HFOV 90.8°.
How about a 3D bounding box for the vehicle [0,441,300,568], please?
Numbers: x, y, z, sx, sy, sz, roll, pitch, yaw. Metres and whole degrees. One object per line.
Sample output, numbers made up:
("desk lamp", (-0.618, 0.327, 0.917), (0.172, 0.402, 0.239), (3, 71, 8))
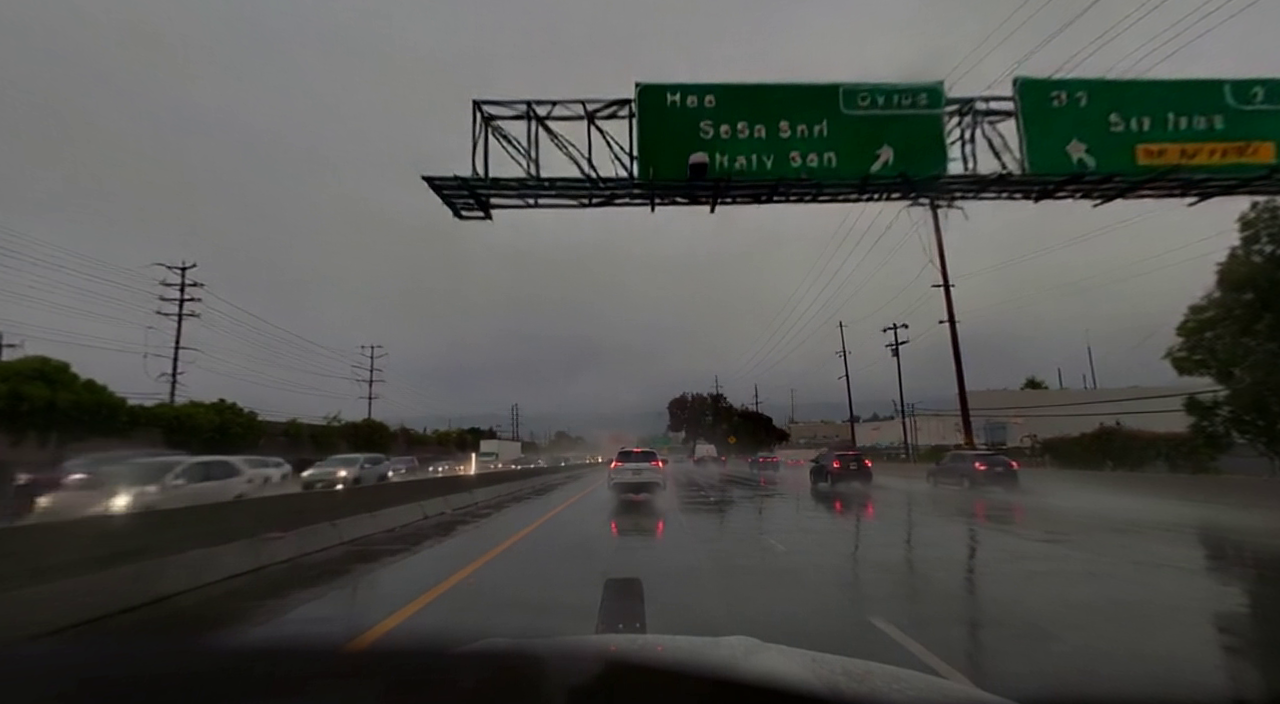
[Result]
("vehicle", (-7.879, 2.297, 10.410), (2.004, 1.596, 4.520), (0, -9, 0))

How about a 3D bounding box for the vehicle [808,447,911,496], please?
("vehicle", (7.356, 4.015, 21.687), (1.958, 1.473, 4.201), (0, -9, -1))

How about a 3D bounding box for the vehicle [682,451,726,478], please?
("vehicle", (3.773, 6.665, 37.730), (2.115, 1.481, 3.968), (0, -9, -1))

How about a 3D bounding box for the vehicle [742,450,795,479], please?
("vehicle", (7.106, 6.245, 35.373), (1.934, 1.461, 4.368), (0, -9, -2))

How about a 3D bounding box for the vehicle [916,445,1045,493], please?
("vehicle", (11.583, 3.978, 21.902), (1.901, 1.485, 4.483), (0, -9, -1))

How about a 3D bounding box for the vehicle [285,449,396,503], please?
("vehicle", (-10.921, 4.499, 23.450), (1.955, 1.758, 4.486), (0, -9, -1))

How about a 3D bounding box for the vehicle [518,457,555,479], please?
("vehicle", (-7.672, 8.626, 47.279), (1.937, 1.477, 4.561), (0, -9, 2))

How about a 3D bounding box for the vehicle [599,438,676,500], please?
("vehicle", (-0.093, 3.826, 21.118), (2.298, 1.809, 4.359), (0, -9, 0))
